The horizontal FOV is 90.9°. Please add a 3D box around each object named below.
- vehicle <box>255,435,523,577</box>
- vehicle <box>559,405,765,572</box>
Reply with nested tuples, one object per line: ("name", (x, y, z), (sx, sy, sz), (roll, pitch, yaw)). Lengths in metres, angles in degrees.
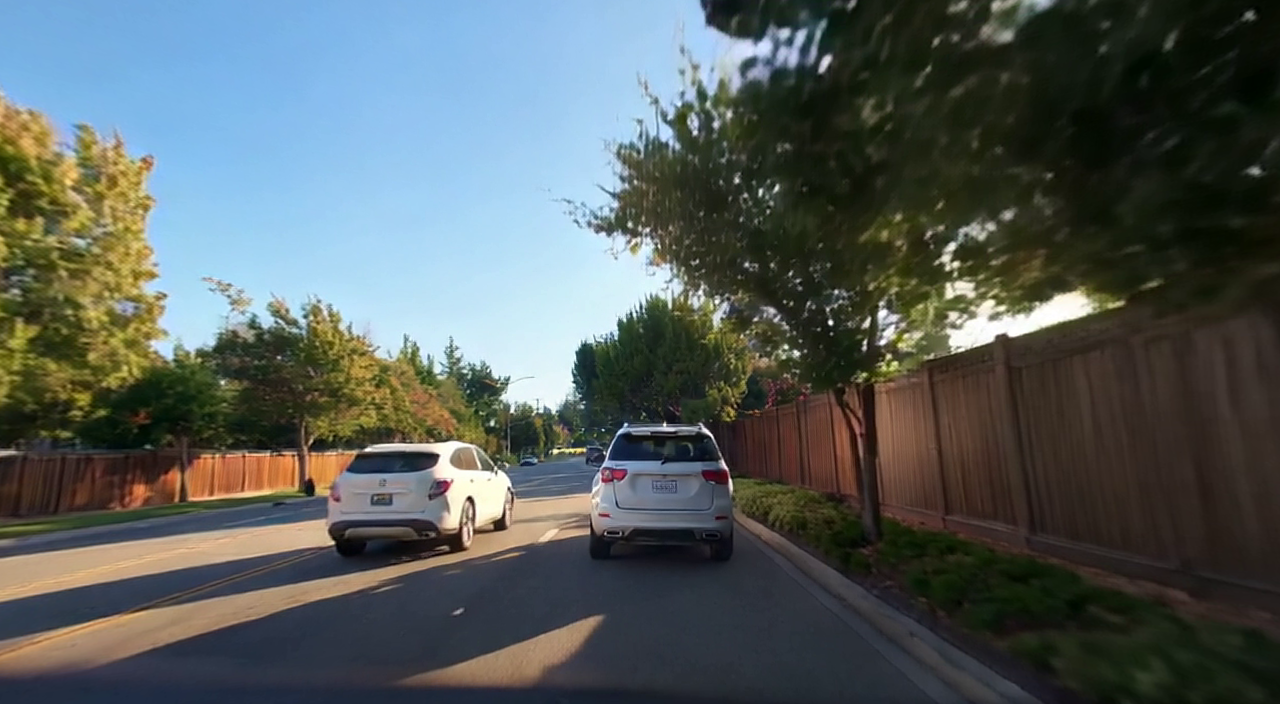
("vehicle", (-3.044, 1.937, 8.742), (1.979, 1.489, 4.006), (0, -8, 1))
("vehicle", (0.227, 1.755, 8.793), (2.174, 1.749, 4.113), (0, -9, 0))
